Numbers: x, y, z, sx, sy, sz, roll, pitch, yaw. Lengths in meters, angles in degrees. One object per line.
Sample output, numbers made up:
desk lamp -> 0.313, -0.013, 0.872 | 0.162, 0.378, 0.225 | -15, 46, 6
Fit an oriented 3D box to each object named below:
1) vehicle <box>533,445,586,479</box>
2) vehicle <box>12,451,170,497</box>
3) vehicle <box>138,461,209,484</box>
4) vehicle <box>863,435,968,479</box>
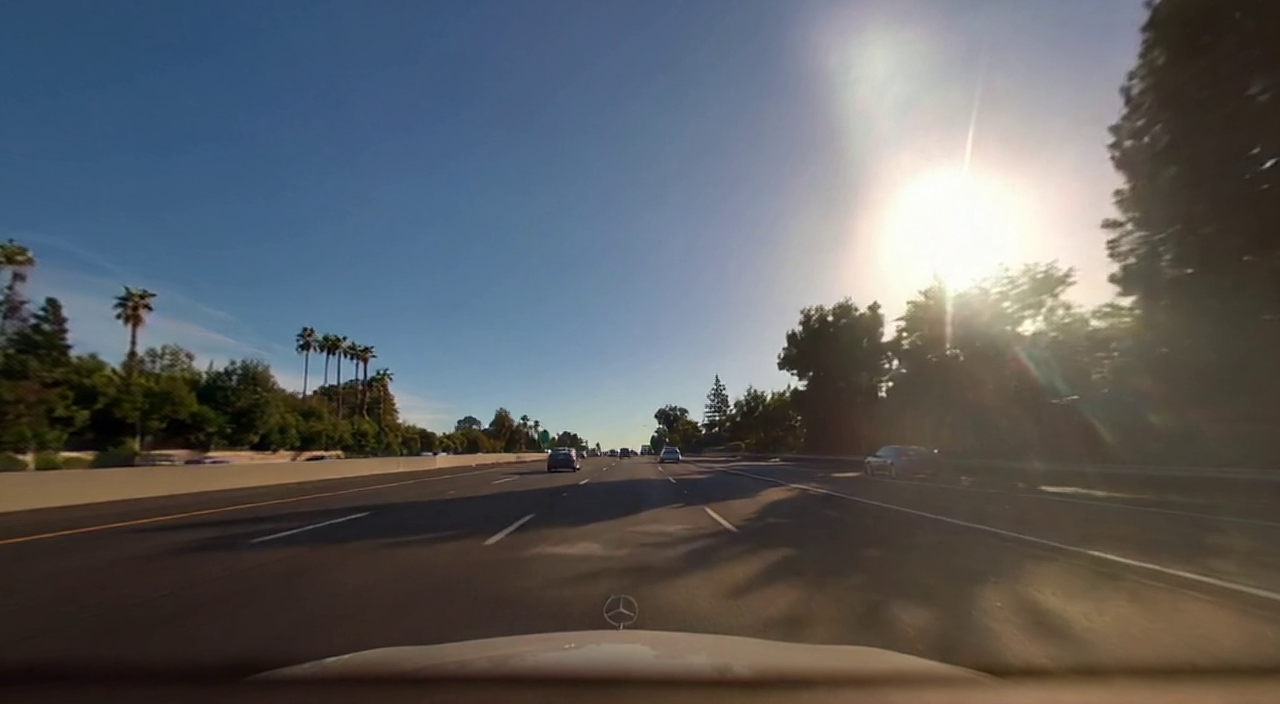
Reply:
vehicle -> -3.889, 5.383, 31.196 | 2.052, 1.510, 4.301 | 0, -9, 0
vehicle -> -20.070, 4.441, 23.414 | 1.833, 1.519, 4.471 | 0, -9, 0
vehicle -> -34.780, 8.971, 47.282 | 1.790, 1.457, 4.736 | 0, -9, -1
vehicle -> 12.287, 4.728, 28.656 | 2.344, 1.783, 5.196 | 0, -9, -1
